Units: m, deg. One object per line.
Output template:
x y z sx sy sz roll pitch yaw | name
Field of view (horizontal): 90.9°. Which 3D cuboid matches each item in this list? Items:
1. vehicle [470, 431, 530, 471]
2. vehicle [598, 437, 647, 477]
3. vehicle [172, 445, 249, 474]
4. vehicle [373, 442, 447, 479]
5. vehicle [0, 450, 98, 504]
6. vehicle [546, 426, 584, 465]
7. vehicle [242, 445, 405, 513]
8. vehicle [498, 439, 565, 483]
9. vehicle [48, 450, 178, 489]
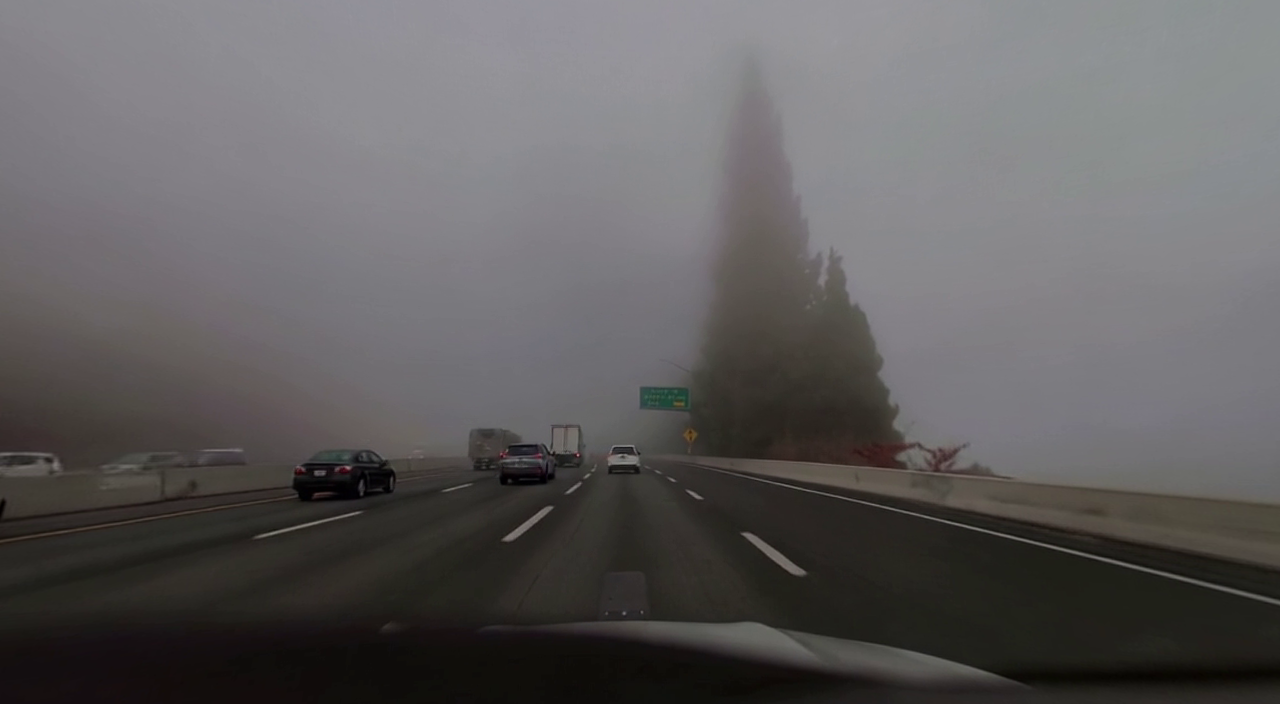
-9.114 6.517 41.659 2.773 2.402 6.232 0 -8 -2 | vehicle
-0.828 4.803 29.065 2.092 1.671 3.772 0 -8 -2 | vehicle
-28.706 7.150 42.366 2.066 1.821 4.738 0 -8 -4 | vehicle
-11.938 5.637 33.186 2.079 1.807 5.187 0 -8 -2 | vehicle
-19.557 3.789 19.316 1.903 1.506 4.545 0 -8 -1 | vehicle
-5.408 6.863 46.253 2.279 2.672 5.256 0 -8 -2 | vehicle
-7.854 3.148 16.239 1.896 1.465 4.399 0 -8 0 | vehicle
-4.259 4.352 25.521 2.005 1.631 4.295 0 -8 -1 | vehicle
-23.711 5.252 28.662 1.938 1.565 4.708 0 -8 -1 | vehicle
